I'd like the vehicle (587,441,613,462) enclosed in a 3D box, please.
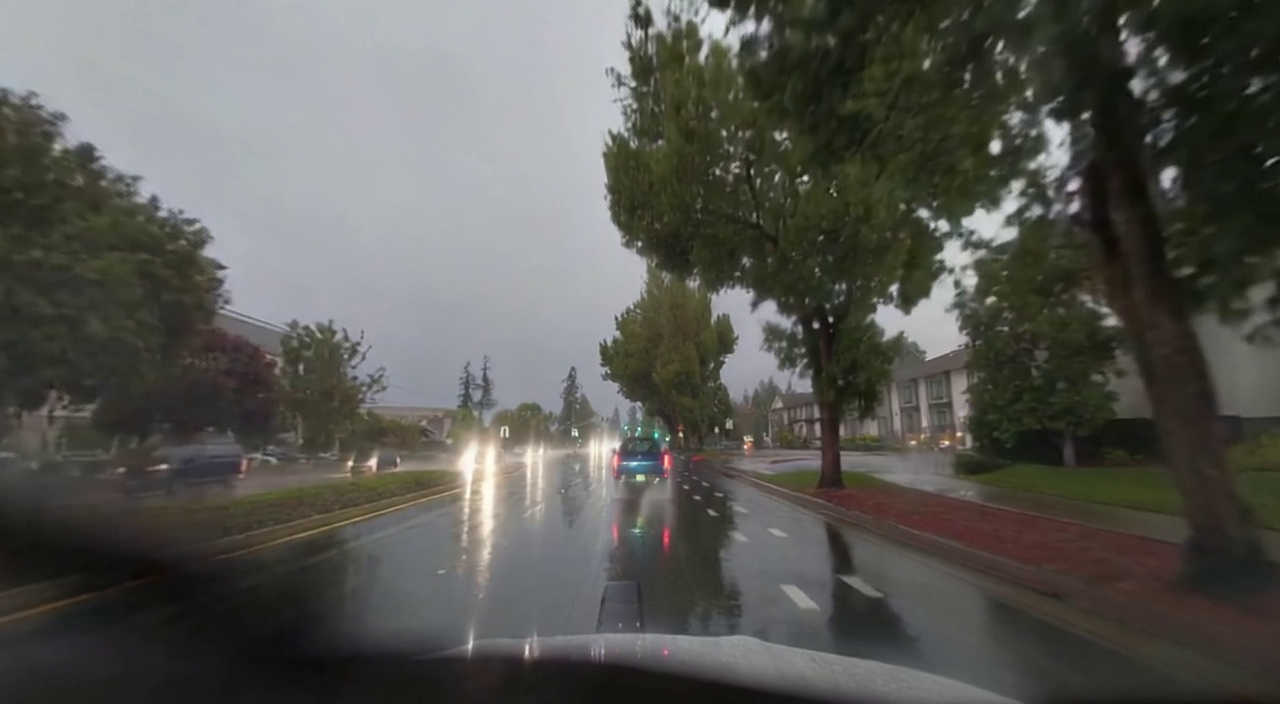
[{"bbox_3d":[-3.052,7.668,48.760,1.879,1.494,3.626,0,-9,-2],"label":"vehicle"}]

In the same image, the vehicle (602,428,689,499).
[{"bbox_3d":[0.127,2.965,17.134,2.094,1.682,3.866,0,-9,0],"label":"vehicle"}]

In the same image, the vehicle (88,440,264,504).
[{"bbox_3d":[-15.546,4.010,21.657,2.283,1.880,4.960,0,-9,0],"label":"vehicle"}]

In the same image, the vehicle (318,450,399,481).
[{"bbox_3d":[-15.207,6.117,34.442,2.124,1.542,4.702,0,-9,2],"label":"vehicle"}]

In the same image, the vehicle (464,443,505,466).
[{"bbox_3d":[-12.210,8.027,49.824,2.143,1.711,4.477,0,-9,0],"label":"vehicle"}]
